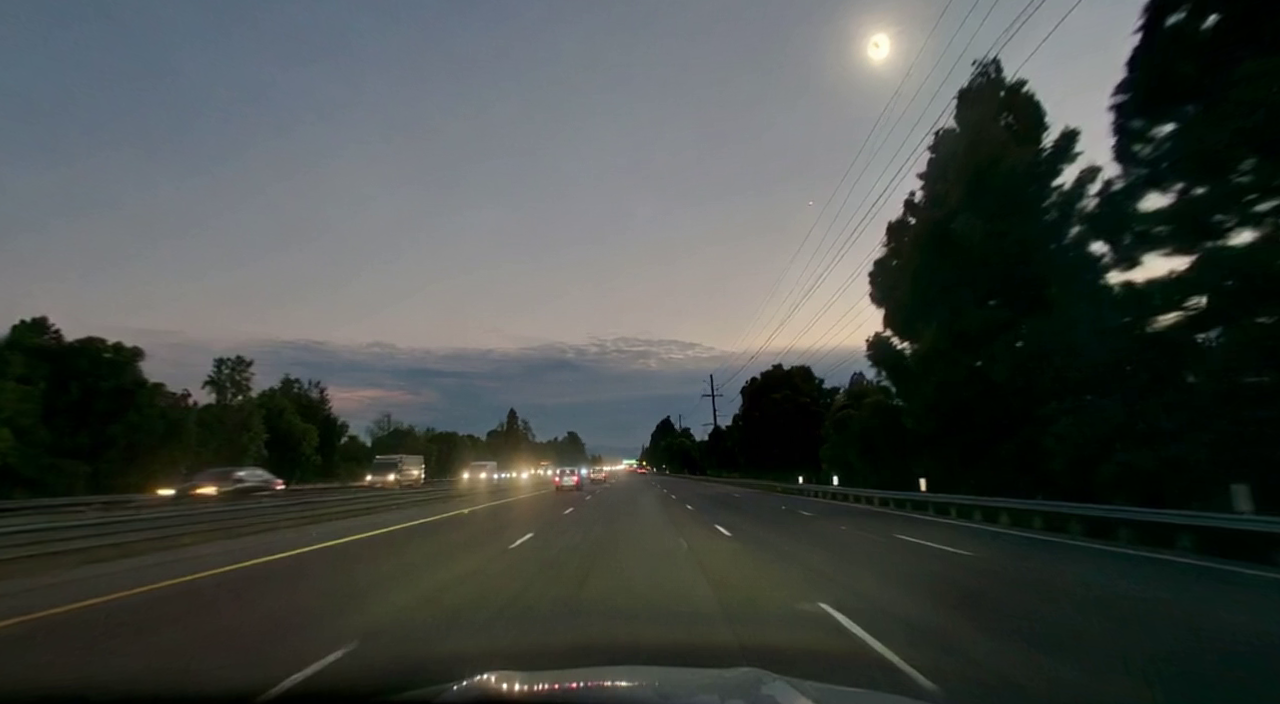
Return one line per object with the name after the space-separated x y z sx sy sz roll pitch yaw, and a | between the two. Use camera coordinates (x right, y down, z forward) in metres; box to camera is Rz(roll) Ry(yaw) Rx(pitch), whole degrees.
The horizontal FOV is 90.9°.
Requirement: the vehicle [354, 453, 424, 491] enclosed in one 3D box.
-17.753 8.545 45.006 2.308 2.461 6.231 1 -10 0 | vehicle

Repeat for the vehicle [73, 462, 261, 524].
-13.015 3.895 17.786 1.853 1.481 4.394 1 -10 0 | vehicle

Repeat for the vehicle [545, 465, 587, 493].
-4.308 7.475 37.186 1.963 1.501 4.227 1 -10 0 | vehicle
